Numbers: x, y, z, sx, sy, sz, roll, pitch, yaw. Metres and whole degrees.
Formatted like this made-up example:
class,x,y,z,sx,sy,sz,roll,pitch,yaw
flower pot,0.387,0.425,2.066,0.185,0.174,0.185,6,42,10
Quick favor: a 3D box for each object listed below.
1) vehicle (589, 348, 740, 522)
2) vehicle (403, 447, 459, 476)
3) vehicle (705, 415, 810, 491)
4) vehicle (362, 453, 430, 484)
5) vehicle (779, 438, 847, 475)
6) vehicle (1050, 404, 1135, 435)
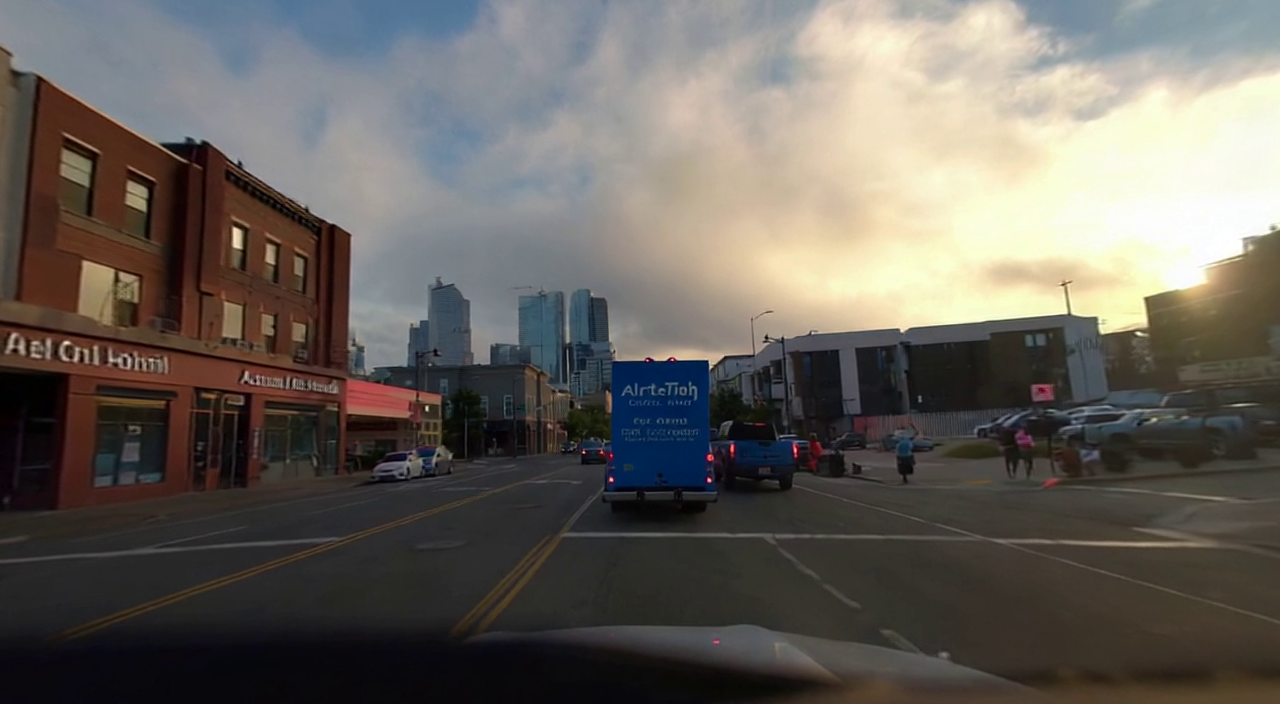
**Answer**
class,x,y,z,sx,sy,sz,roll,pitch,yaw
vehicle,0.303,1.824,13.735,2.517,2.926,6.177,0,-8,-2
vehicle,-13.078,6.873,39.570,1.943,1.682,4.365,0,-8,0
vehicle,3.490,3.150,19.924,2.346,2.062,5.236,0,-8,1
vehicle,-13.235,6.315,34.347,1.901,1.508,4.405,0,-8,0
vehicle,7.828,4.757,28.863,1.951,1.548,4.290,0,-8,1
vehicle,26.068,3.963,36.310,1.811,1.623,3.921,1,-8,-3
